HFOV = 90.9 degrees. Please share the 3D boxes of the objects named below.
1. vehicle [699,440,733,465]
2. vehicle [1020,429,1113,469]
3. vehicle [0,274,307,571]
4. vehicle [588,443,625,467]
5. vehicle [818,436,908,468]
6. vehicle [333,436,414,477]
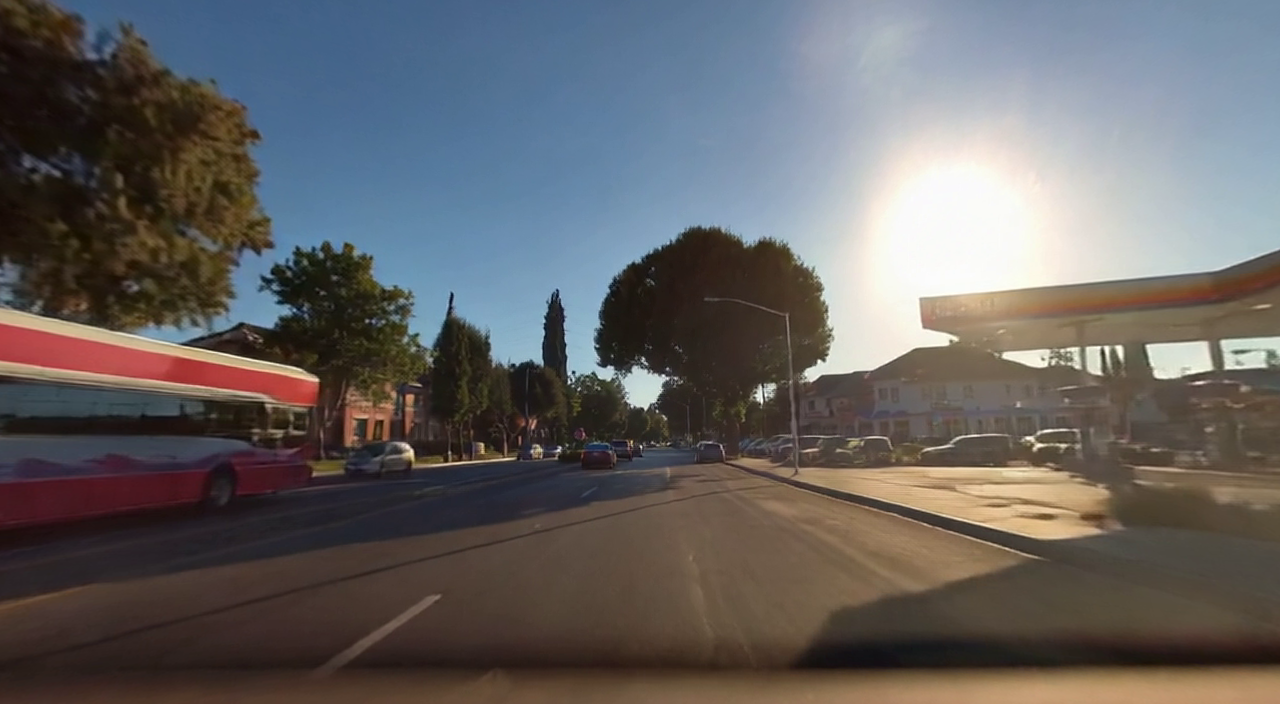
[{"bbox_3d":[5.658,7.565,47.541,2.179,1.709,4.512,0,-9,2],"label":"vehicle"},{"bbox_3d":[21.599,4.984,32.206,2.060,1.865,4.542,-1,-9,8],"label":"vehicle"},{"bbox_3d":[-8.677,0.793,6.783,3.056,3.289,13.199,-2,-8,0],"label":"vehicle"},{"bbox_3d":[-2.007,6.411,39.264,1.959,1.406,4.272,0,-9,2],"label":"vehicle"},{"bbox_3d":[12.769,5.738,36.293,4.454,1.776,1.891,0,-9,2],"label":"vehicle"},{"bbox_3d":[-14.008,5.516,33.522,2.060,2.017,4.660,0,-9,3],"label":"vehicle"}]
